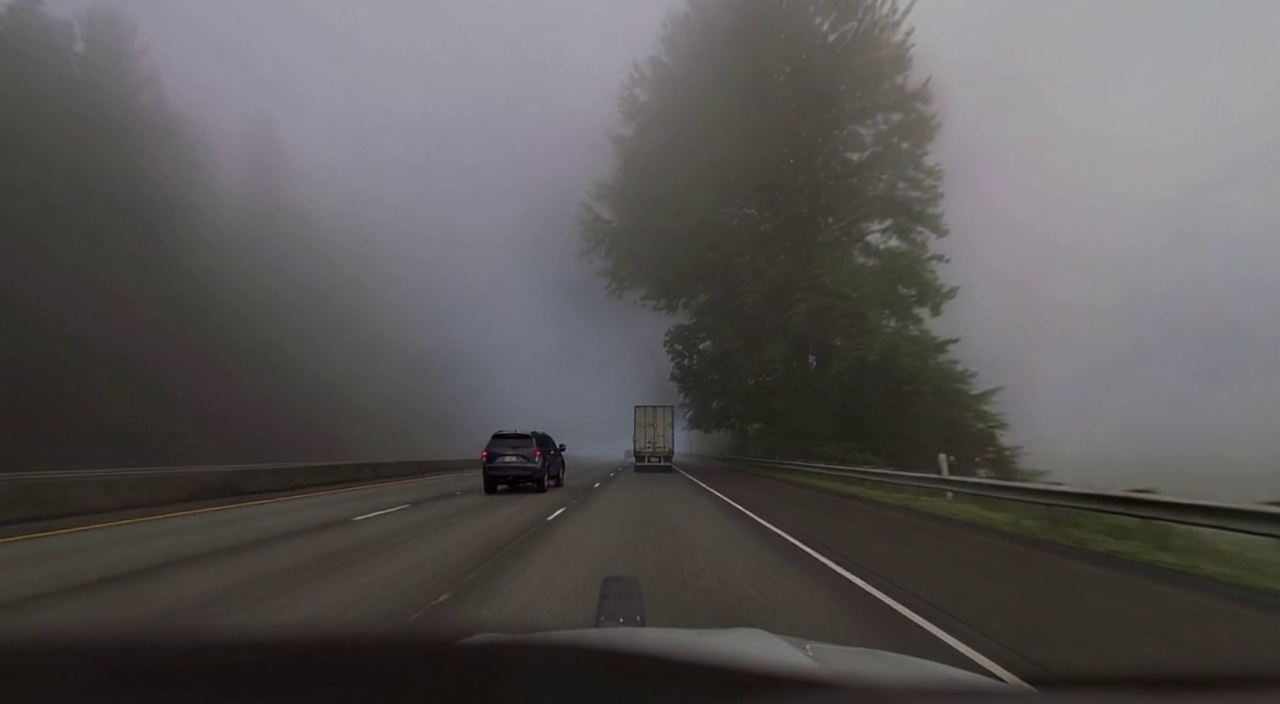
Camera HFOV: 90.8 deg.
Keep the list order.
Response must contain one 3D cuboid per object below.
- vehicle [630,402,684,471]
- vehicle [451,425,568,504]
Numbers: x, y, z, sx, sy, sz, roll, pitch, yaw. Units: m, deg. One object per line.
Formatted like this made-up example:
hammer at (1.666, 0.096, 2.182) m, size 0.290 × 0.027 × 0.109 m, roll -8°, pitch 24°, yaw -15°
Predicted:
vehicle at (1.007, 5.627, 40.874) m, size 2.976 × 3.800 × 12.335 m, roll 0°, pitch -9°, yaw 1°
vehicle at (-3.522, 3.189, 18.231) m, size 2.226 × 1.933 × 5.179 m, roll 0°, pitch -9°, yaw 1°
